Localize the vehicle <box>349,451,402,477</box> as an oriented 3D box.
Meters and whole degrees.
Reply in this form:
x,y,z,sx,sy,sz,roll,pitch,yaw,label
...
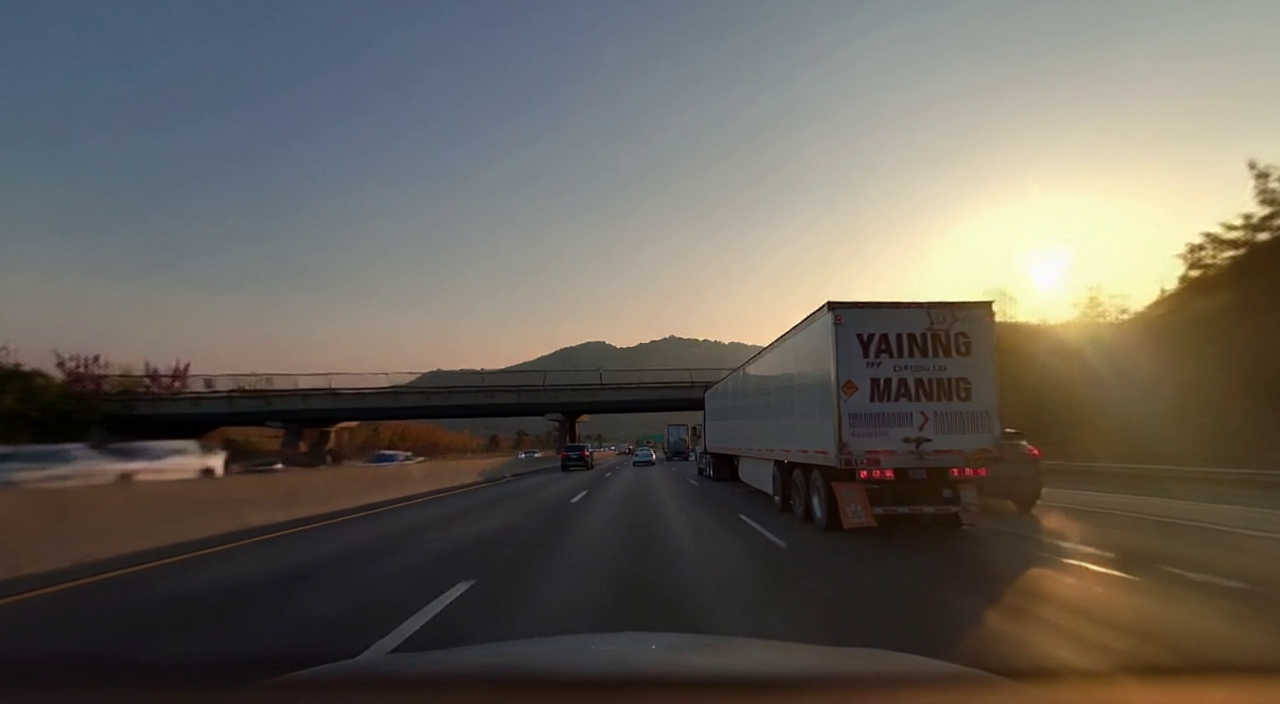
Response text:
x,y,z,sx,sy,sz,roll,pitch,yaw,label
-19.154,8.085,45.844,1.897,1.729,4.321,0,-9,1,vehicle

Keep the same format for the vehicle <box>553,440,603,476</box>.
x,y,z,sx,sy,sz,roll,pitch,yaw,label
-3.097,5.386,32.275,2.058,1.711,4.226,0,-9,1,vehicle

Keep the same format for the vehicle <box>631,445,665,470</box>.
x,y,z,sx,sy,sz,roll,pitch,yaw,label
0.466,6.704,40.255,2.063,1.469,4.208,0,-9,0,vehicle

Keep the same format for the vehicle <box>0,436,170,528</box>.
x,y,z,sx,sy,sz,roll,pitch,yaw,label
-12.836,2.724,13.721,1.957,1.672,4.174,0,-9,0,vehicle

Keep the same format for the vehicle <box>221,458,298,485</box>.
x,y,z,sx,sy,sz,roll,pitch,yaw,label
-23.486,7.388,39.146,1.859,1.484,4.695,0,-9,0,vehicle

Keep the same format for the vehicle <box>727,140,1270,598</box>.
x,y,z,sx,sy,sz,roll,pitch,yaw,label
3.906,0.983,11.809,2.821,4.077,12.562,0,-9,0,vehicle
